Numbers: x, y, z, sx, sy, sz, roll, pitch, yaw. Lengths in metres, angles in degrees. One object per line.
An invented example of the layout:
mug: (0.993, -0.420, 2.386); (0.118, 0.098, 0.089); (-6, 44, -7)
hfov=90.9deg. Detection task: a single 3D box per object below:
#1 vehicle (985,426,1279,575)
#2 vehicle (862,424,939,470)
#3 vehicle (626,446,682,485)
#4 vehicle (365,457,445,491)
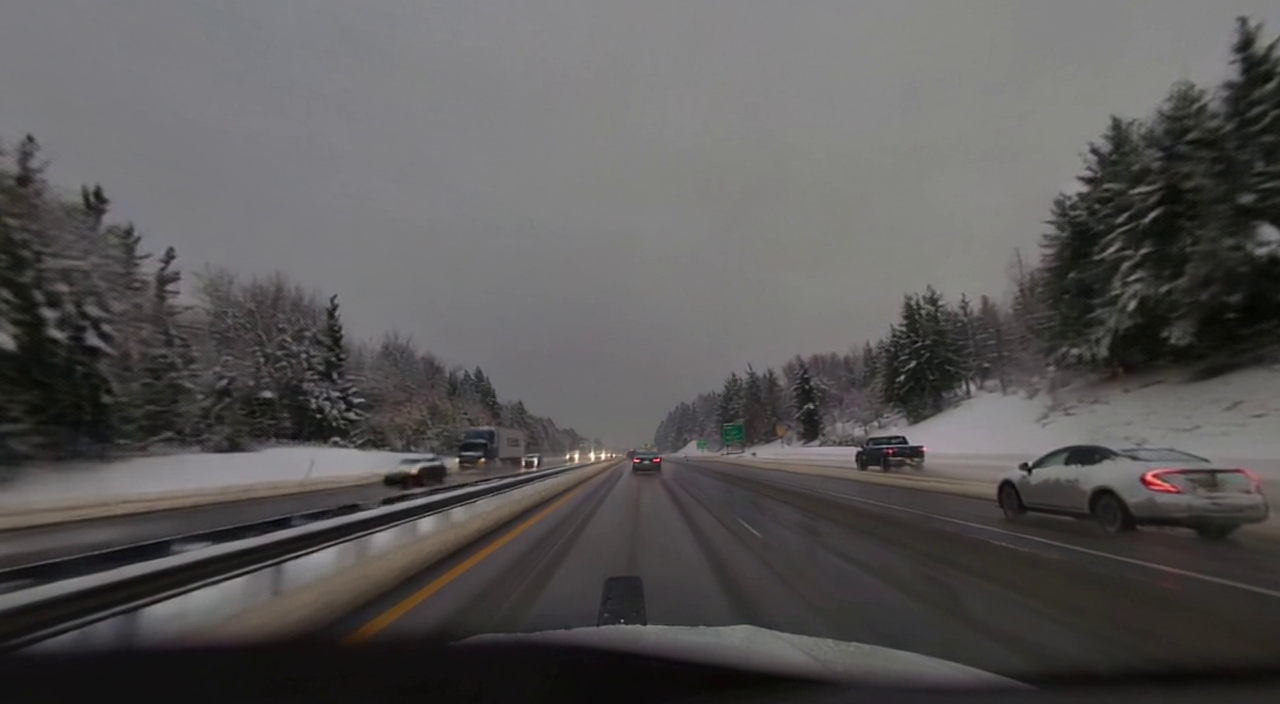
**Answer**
vehicle: (7.179, 1.883, 8.823); (1.977, 1.502, 4.670); (0, -9, -1)
vehicle: (14.759, 5.450, 36.113); (2.115, 2.446, 5.323); (0, -9, 0)
vehicle: (0.544, 4.757, 26.682); (2.177, 1.520, 4.278); (0, -9, 0)
vehicle: (-11.525, 5.982, 31.281); (2.285, 1.503, 4.397); (0, -9, 0)
